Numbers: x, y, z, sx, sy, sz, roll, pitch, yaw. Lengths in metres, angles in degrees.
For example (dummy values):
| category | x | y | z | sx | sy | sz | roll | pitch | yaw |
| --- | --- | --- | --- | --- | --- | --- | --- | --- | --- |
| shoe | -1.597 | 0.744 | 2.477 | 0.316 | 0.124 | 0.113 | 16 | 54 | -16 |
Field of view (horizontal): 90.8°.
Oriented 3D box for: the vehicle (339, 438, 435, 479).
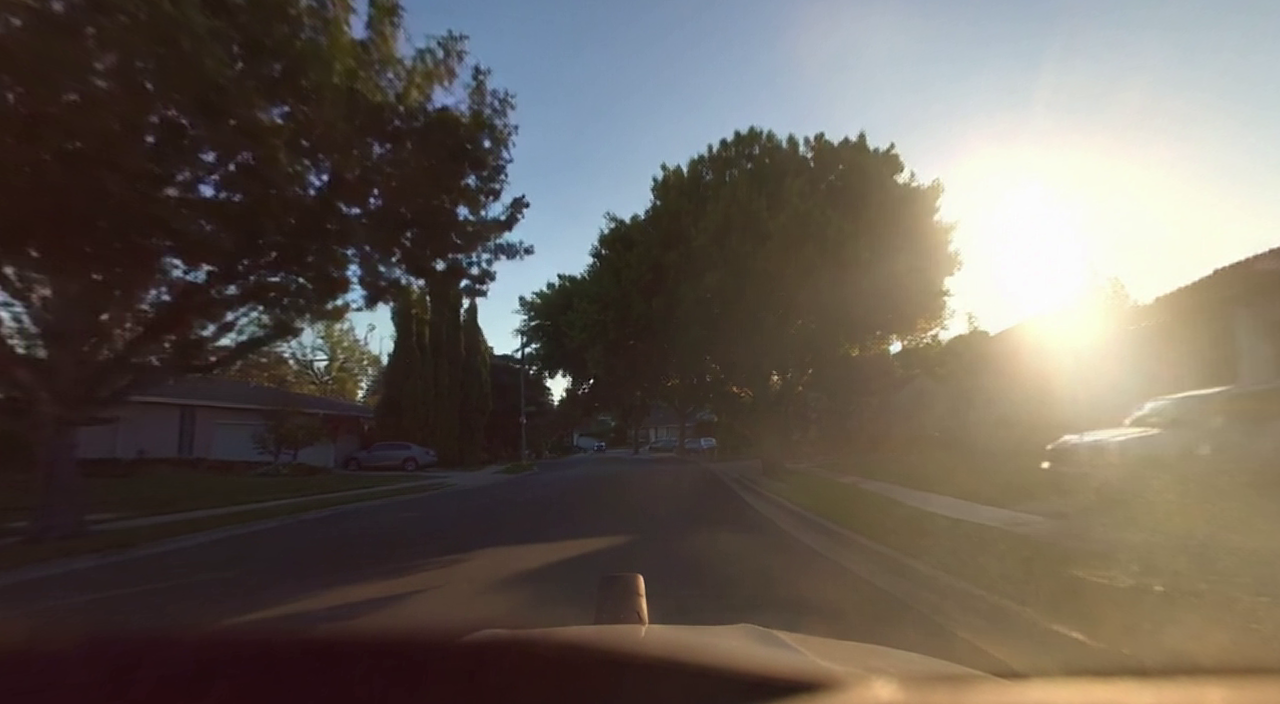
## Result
| category | x | y | z | sx | sy | sz | roll | pitch | yaw |
| --- | --- | --- | --- | --- | --- | --- | --- | --- | --- |
| vehicle | -13.587 | 5.723 | 33.917 | 5.045 | 1.835 | 2.315 | -9 | -11 | 33 |

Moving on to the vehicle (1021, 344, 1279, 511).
| category | x | y | z | sx | sy | sz | roll | pitch | yaw |
| --- | --- | --- | --- | --- | --- | --- | --- | --- | --- |
| vehicle | 9.848 | 1.187 | 9.835 | 6.053 | 2.240 | 2.582 | 0 | -9 | 1 |
